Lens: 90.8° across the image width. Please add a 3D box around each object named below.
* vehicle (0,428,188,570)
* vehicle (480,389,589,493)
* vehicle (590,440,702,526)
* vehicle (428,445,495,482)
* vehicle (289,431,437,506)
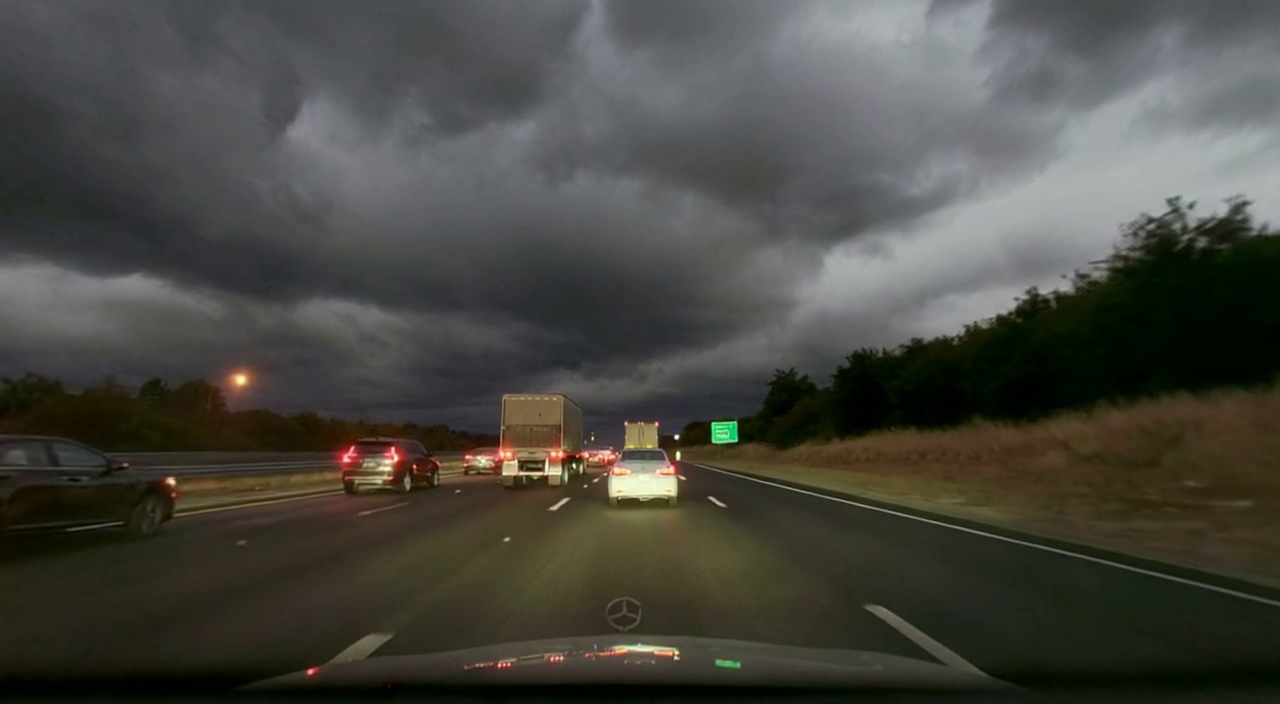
[{"bbox_3d":[-7.867,1.658,7.234,1.879,1.521,4.623,-1,-9,1],"label":"vehicle"},{"bbox_3d":[-3.718,3.435,24.203,2.812,3.342,7.248,-1,-9,1],"label":"vehicle"},{"bbox_3d":[0.087,2.603,12.994,1.995,1.495,3.380,0,-9,-1],"label":"vehicle"},{"bbox_3d":[-8.015,5.031,28.680,1.880,1.512,3.758,-1,-9,1],"label":"vehicle"},{"bbox_3d":[-7.271,3.106,17.147,1.952,1.746,4.332,-1,-9,1],"label":"vehicle"}]
